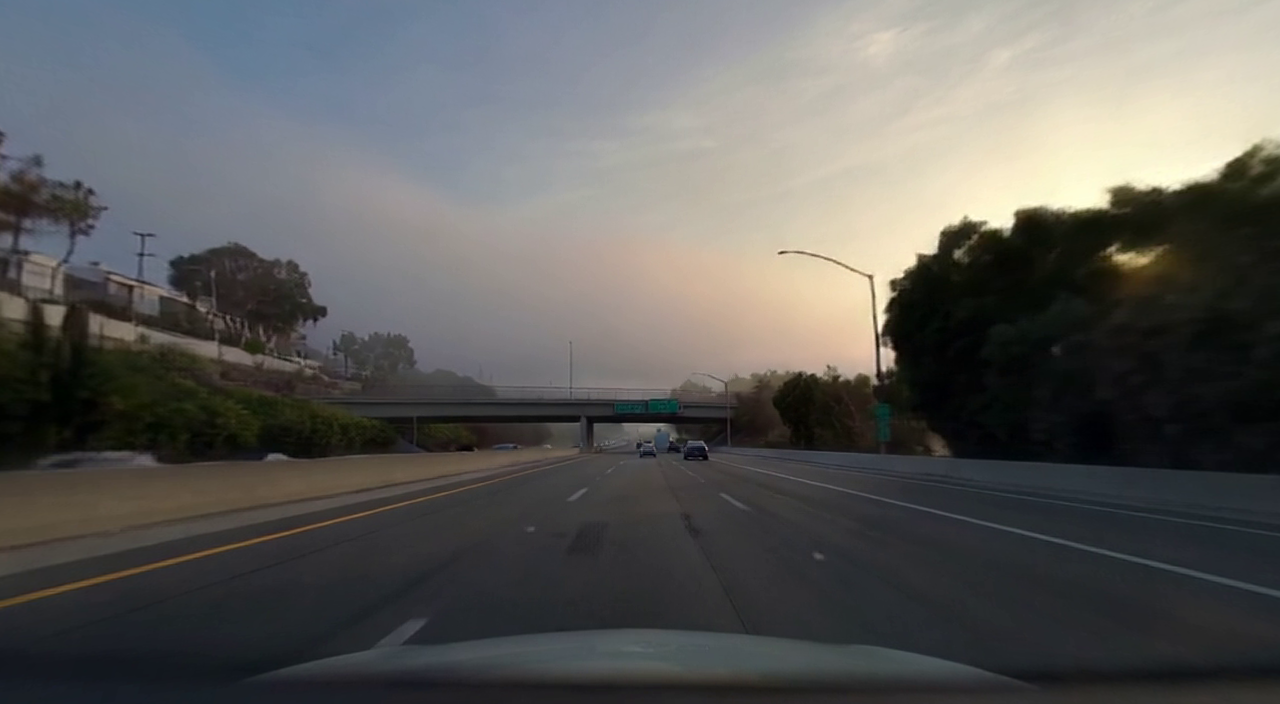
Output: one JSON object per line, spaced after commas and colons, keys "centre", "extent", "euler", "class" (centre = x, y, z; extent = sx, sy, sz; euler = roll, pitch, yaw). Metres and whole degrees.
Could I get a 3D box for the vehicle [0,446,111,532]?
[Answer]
{"centre": [-11.811, 2.400, 11.104], "extent": [1.705, 1.458, 3.704], "euler": [0, -8, 1], "class": "vehicle"}
